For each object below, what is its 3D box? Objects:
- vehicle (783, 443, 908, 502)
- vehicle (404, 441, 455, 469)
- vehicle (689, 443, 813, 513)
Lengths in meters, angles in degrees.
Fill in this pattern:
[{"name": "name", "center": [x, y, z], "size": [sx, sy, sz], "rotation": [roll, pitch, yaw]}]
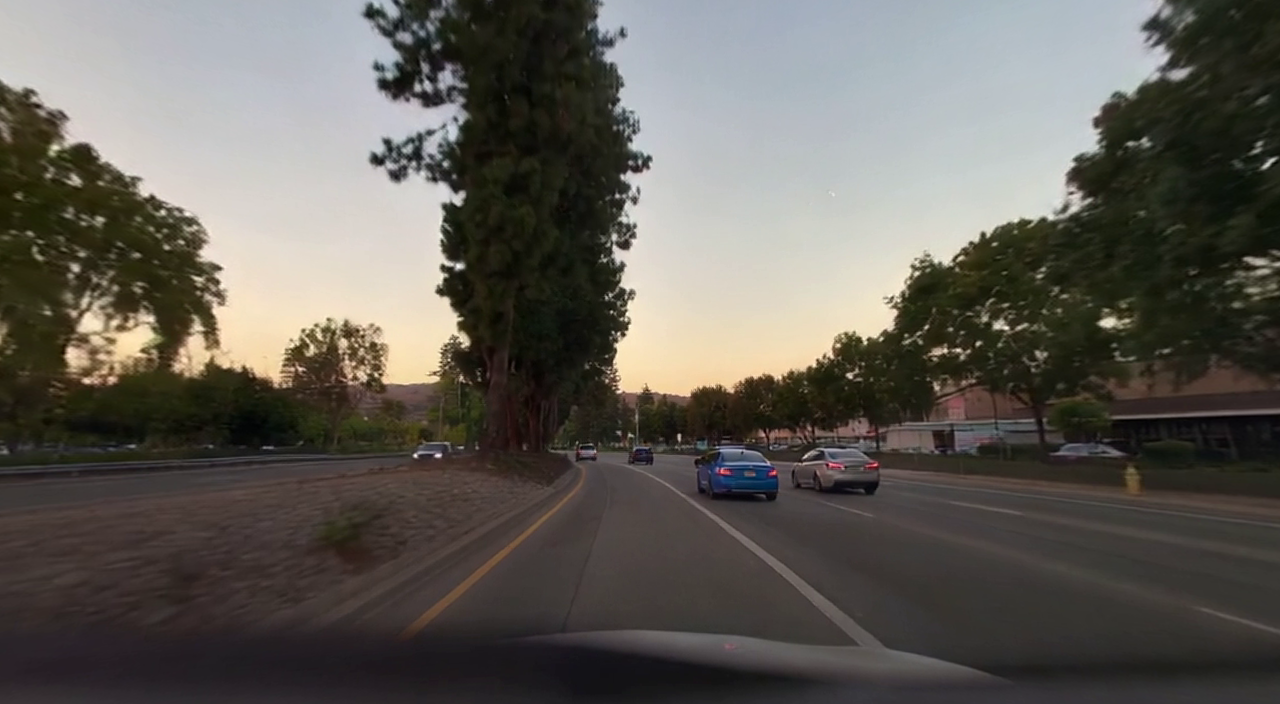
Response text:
[{"name": "vehicle", "center": [5.743, 3.417, 18.254], "size": [1.901, 1.474, 4.363], "rotation": [1, -9, -4]}, {"name": "vehicle", "center": [-12.900, 6.326, 38.819], "size": [1.968, 1.643, 4.351], "rotation": [1, -9, -5]}, {"name": "vehicle", "center": [2.549, 3.025, 15.625], "size": [2.077, 1.464, 4.134], "rotation": [1, -9, -4]}]
